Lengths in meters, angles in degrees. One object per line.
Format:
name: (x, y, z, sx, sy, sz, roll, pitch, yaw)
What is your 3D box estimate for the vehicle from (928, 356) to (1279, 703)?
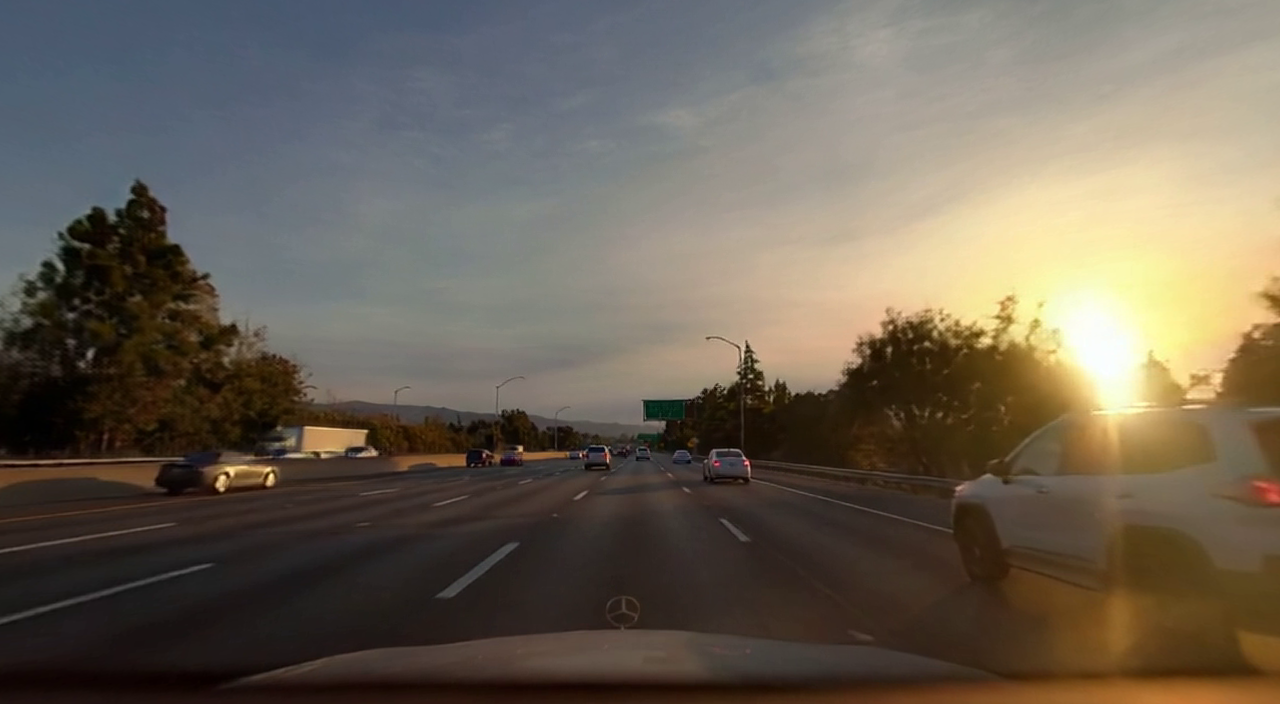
vehicle: (4.401, 1.145, 4.708, 2.218, 1.776, 4.807, 0, -9, 0)

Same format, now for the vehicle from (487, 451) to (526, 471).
vehicle: (-10.330, 8.468, 49.101, 1.974, 1.472, 4.684, 0, -9, 0)

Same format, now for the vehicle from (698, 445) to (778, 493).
vehicle: (3.383, 4.145, 22.703, 2.126, 1.529, 4.438, 0, -9, -1)

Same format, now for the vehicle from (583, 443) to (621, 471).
vehicle: (-2.680, 7.708, 46.347, 2.449, 1.929, 5.503, 0, -9, 0)

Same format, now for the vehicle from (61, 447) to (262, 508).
vehicle: (-13.749, 3.593, 18.648, 1.959, 1.520, 5.068, 0, -9, 0)
